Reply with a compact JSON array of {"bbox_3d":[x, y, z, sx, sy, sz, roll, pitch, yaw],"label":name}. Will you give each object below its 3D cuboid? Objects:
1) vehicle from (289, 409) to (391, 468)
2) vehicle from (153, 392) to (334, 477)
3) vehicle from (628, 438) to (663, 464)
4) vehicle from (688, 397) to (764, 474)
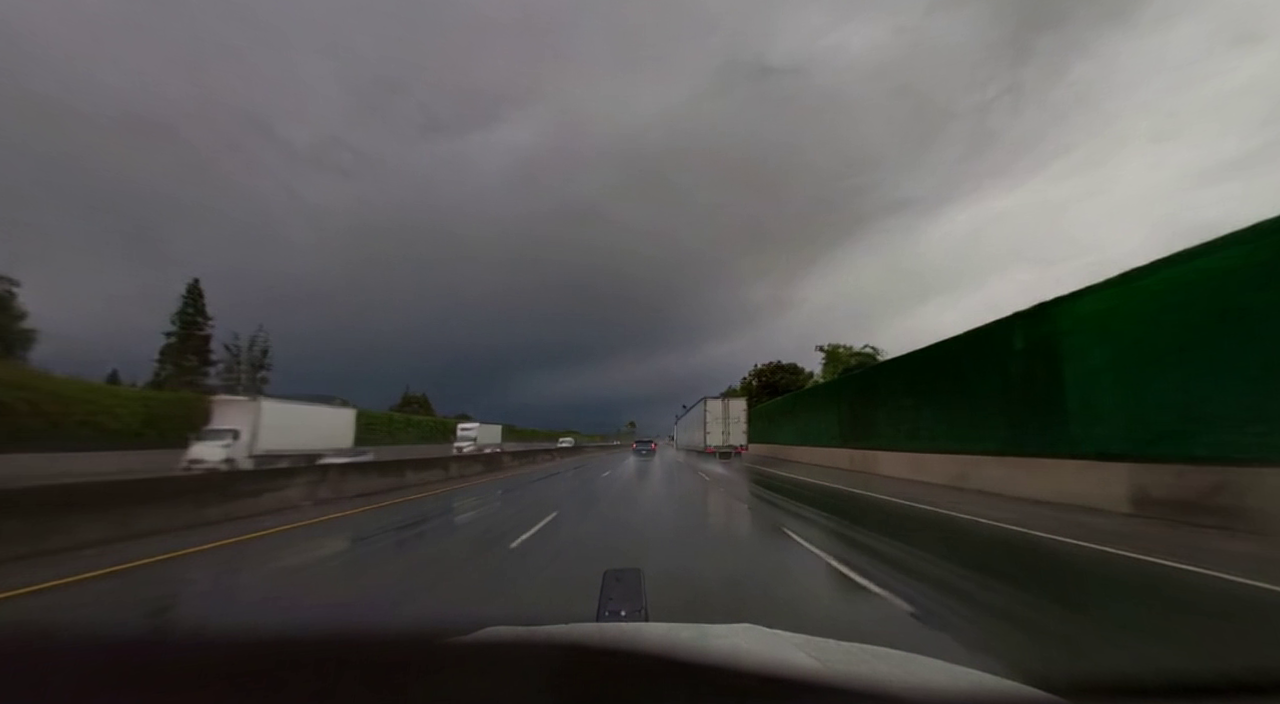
[{"bbox_3d":[-20.575,6.029,43.861,2.810,3.700,8.248,0,-8,1],"label":"vehicle"},{"bbox_3d":[-20.762,4.520,34.135,2.934,3.887,10.188,0,-8,1],"label":"vehicle"},{"bbox_3d":[0.385,7.019,44.889,2.389,1.760,4.473,0,-8,1],"label":"vehicle"},{"bbox_3d":[4.074,4.251,31.749,2.742,3.383,8.285,0,-8,1],"label":"vehicle"}]
